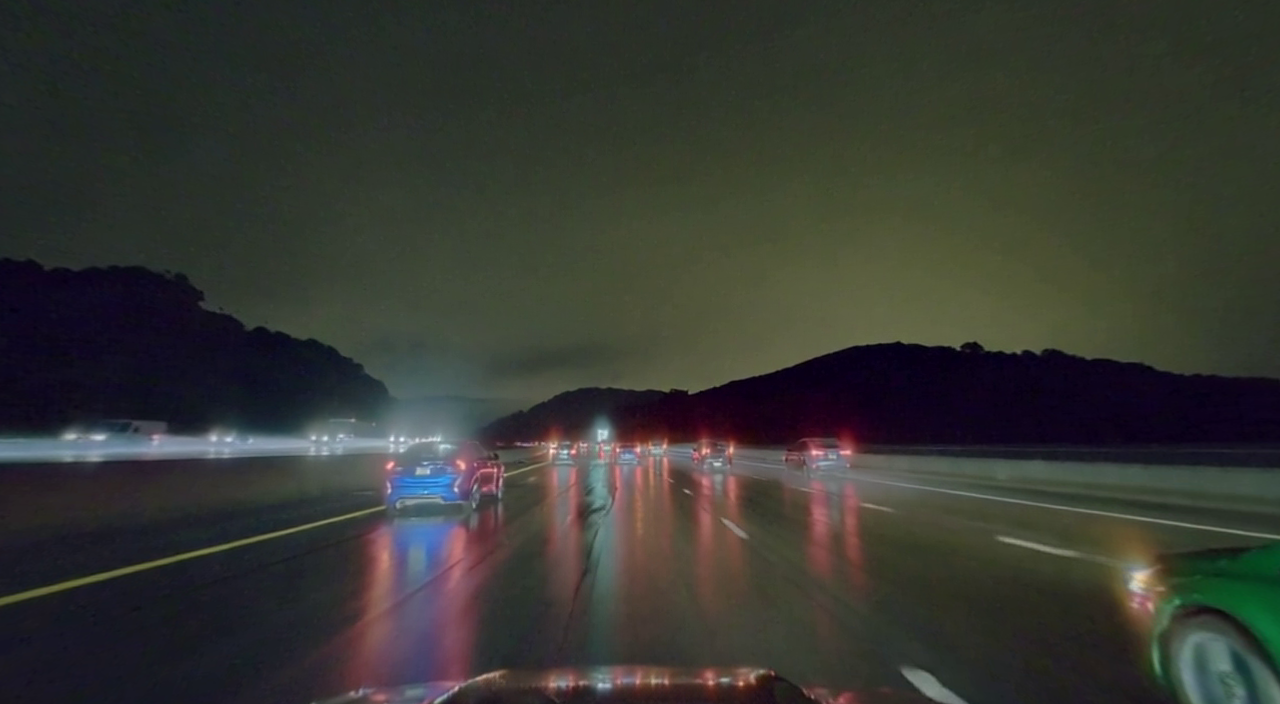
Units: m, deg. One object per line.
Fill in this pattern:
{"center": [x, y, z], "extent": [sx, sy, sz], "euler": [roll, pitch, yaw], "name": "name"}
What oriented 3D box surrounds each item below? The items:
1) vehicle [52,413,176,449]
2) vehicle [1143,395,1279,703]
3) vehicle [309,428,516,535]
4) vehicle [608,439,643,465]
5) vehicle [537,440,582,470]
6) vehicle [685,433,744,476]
{"center": [-36.355, 5.591, 43.944], "extent": [2.560, 2.239, 7.013], "euler": [0, -9, 0], "name": "vehicle"}
{"center": [3.401, 0.656, 0.514], "extent": [2.136, 1.511, 4.706], "euler": [0, -9, 1], "name": "vehicle"}
{"center": [-3.686, 2.177, 11.189], "extent": [1.993, 1.500, 4.248], "euler": [0, -9, 1], "name": "vehicle"}
{"center": [-0.872, 6.356, 40.051], "extent": [2.147, 1.572, 4.094], "euler": [0, -9, 0], "name": "vehicle"}
{"center": [-4.124, 5.356, 32.824], "extent": [1.796, 1.464, 3.839], "euler": [0, -9, 0], "name": "vehicle"}
{"center": [3.429, 4.861, 30.056], "extent": [2.222, 1.820, 4.733], "euler": [0, -9, 0], "name": "vehicle"}
